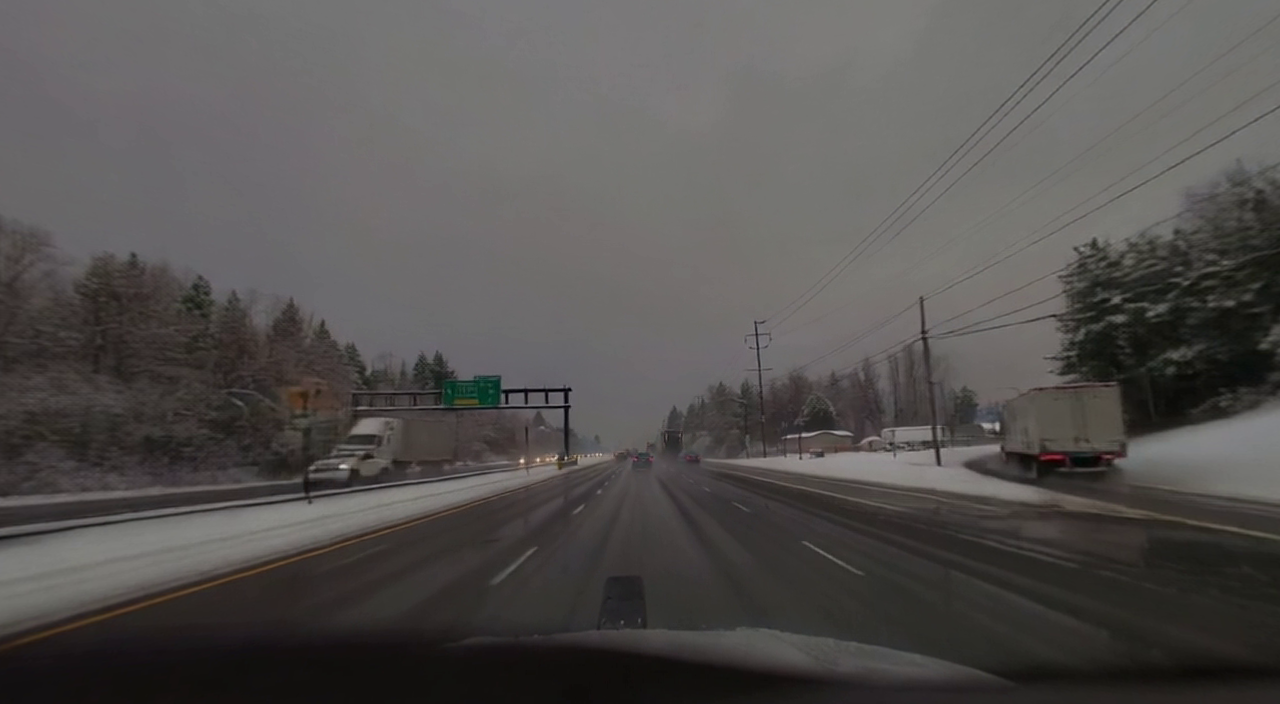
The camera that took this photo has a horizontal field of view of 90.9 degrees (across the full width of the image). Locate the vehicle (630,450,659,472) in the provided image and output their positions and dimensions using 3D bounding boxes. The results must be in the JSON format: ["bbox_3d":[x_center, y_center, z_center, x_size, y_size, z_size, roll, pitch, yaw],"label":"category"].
[{"bbox_3d":[0.319,8.231,47.727,2.111,1.599,3.859,0,-9,1],"label":"vehicle"}]

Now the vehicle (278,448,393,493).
[{"bbox_3d":[-11.298,4.412,23.825,1.950,1.505,4.757,0,-9,0],"label":"vehicle"}]

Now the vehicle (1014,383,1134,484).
[{"bbox_3d":[21.731,4.274,32.200,3.327,4.408,8.189,-4,-10,24],"label":"vehicle"}]

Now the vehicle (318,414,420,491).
[{"bbox_3d":[-15.508,5.837,36.643,2.996,4.046,6.372,0,-9,0],"label":"vehicle"}]
